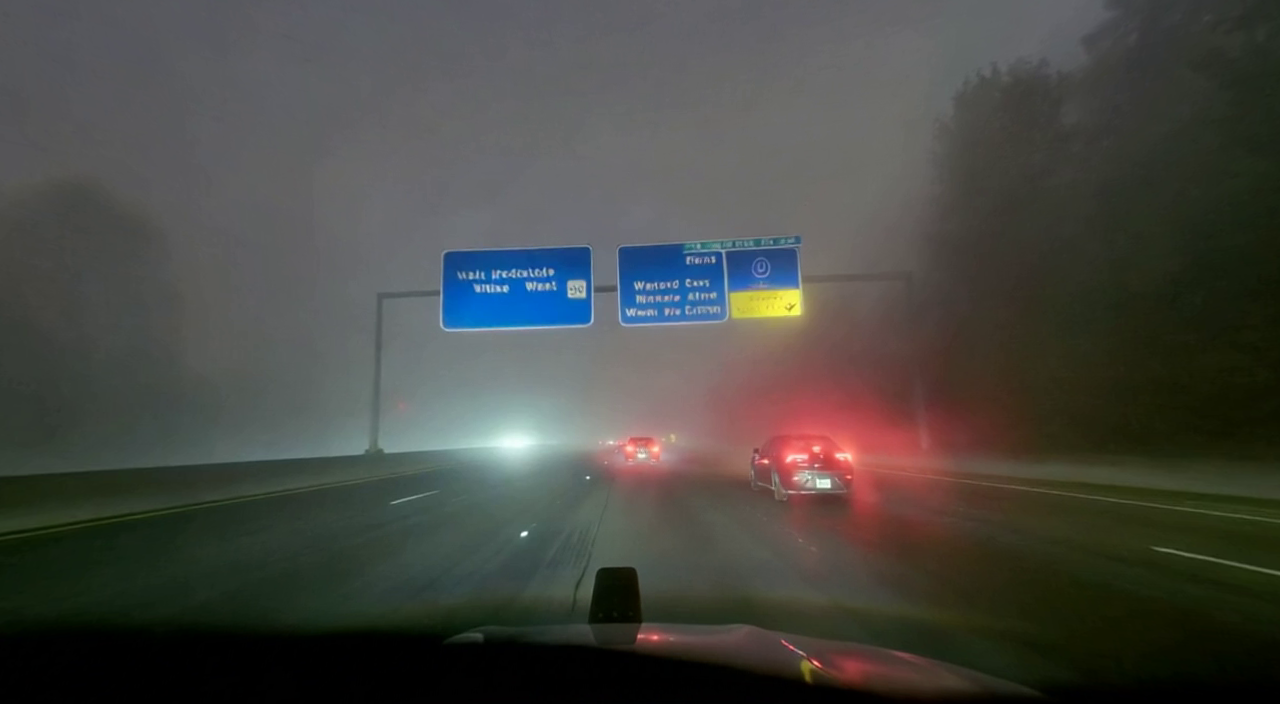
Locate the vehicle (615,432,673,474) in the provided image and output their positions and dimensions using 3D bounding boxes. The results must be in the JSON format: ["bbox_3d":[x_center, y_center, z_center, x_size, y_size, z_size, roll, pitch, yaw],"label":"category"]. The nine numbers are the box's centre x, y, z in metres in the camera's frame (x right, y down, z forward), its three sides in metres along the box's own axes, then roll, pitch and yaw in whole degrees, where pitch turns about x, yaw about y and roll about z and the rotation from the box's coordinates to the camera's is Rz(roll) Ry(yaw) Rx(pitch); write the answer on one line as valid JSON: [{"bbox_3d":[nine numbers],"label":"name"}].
[{"bbox_3d":[0.123,3.814,24.095,2.046,1.467,3.844,0,-8,-1],"label":"vehicle"}]
